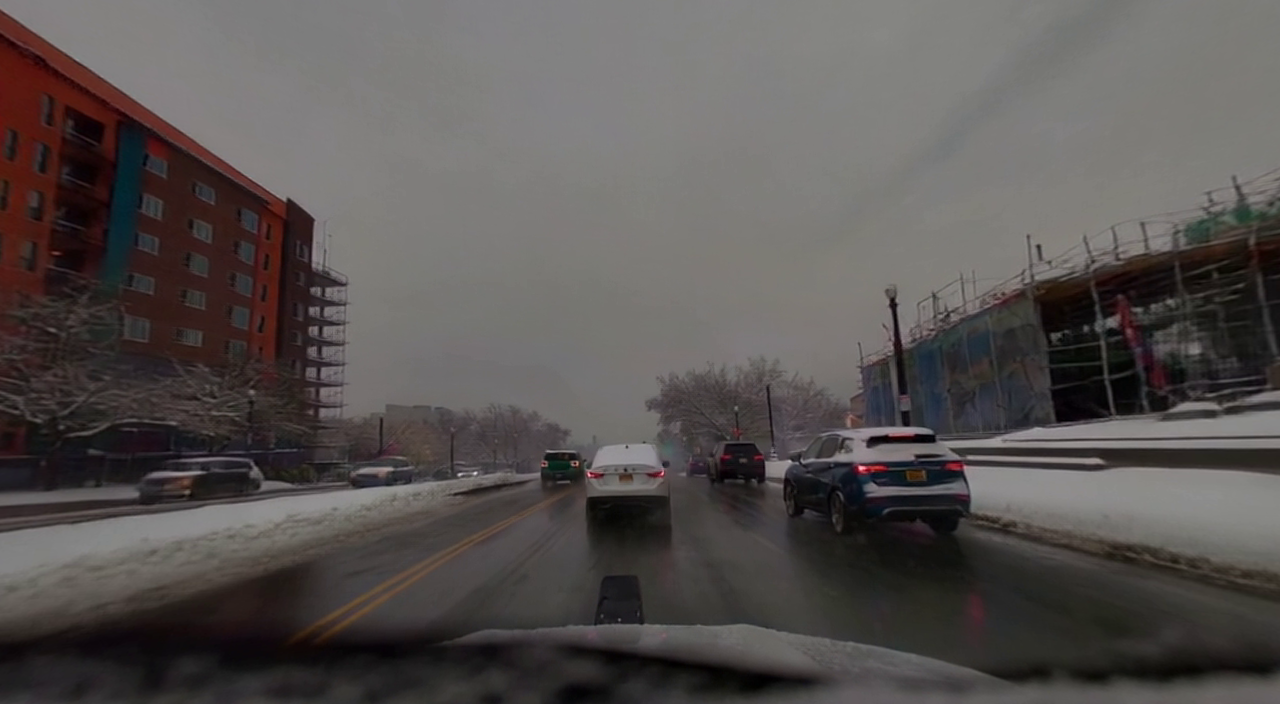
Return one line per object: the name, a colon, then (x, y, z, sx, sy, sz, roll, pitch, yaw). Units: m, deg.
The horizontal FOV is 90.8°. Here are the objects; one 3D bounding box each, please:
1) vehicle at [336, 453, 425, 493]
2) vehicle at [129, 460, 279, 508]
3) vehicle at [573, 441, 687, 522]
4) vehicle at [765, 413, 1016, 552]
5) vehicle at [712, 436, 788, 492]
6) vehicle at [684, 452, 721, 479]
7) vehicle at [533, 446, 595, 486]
vehicle: (-12.390, 5.774, 30.527, 2.202, 1.714, 4.509, -1, -8, 3)
vehicle: (-16.056, 4.850, 23.671, 2.078, 1.496, 4.769, 0, -8, 2)
vehicle: (-0.148, 2.757, 14.029, 2.131, 1.496, 4.193, 0, -8, 1)
vehicle: (3.760, 2.062, 10.745, 2.185, 1.797, 4.934, 0, -8, -1)
vehicle: (4.088, 4.240, 24.335, 2.124, 1.896, 4.914, 0, -8, 1)
vehicle: (4.091, 7.509, 42.035, 2.115, 1.636, 4.104, 0, -8, 2)
vehicle: (-3.462, 5.284, 29.557, 2.201, 1.691, 4.305, 0, -8, 2)
